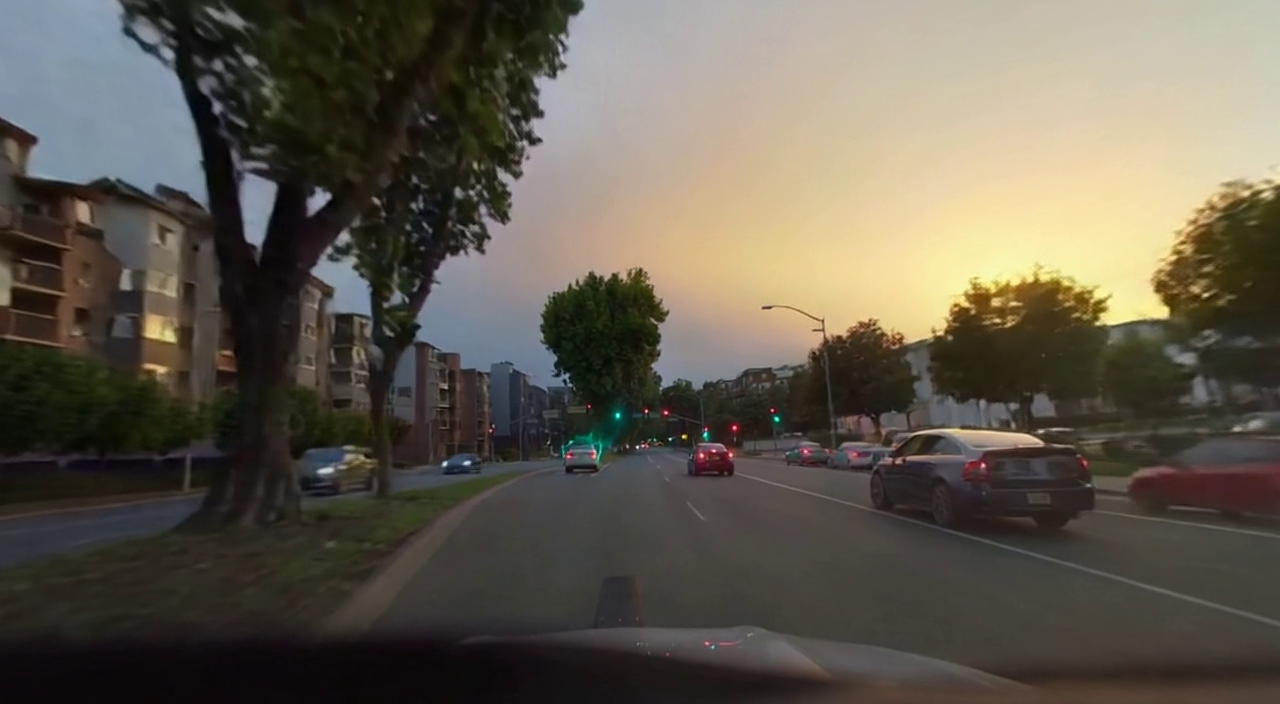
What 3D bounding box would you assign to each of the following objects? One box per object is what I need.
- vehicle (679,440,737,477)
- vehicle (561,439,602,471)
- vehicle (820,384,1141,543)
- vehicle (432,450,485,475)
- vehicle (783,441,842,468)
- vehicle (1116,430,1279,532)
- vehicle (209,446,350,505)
[{"bbox_3d":[2.898,4.678,27.955,2.003,1.480,4.494,0,-8,-1],"label":"vehicle"},{"bbox_3d":[-3.259,5.836,36.063,2.065,1.716,4.265,0,-8,-2],"label":"vehicle"},{"bbox_3d":[5.176,1.845,11.010,2.427,2.017,5.763,0,-8,1],"label":"vehicle"},{"bbox_3d":[-11.767,7.188,41.291,2.028,1.490,4.475,0,-8,1],"label":"vehicle"},{"bbox_3d":[10.004,5.967,37.043,2.014,1.480,4.783,0,-8,-1],"label":"vehicle"},{"bbox_3d":[10.085,1.953,9.740,2.004,1.437,4.500,0,-8,1],"label":"vehicle"},{"bbox_3d":[-11.971,4.078,21.449,2.027,1.736,4.694,0,-8,-1],"label":"vehicle"}]
